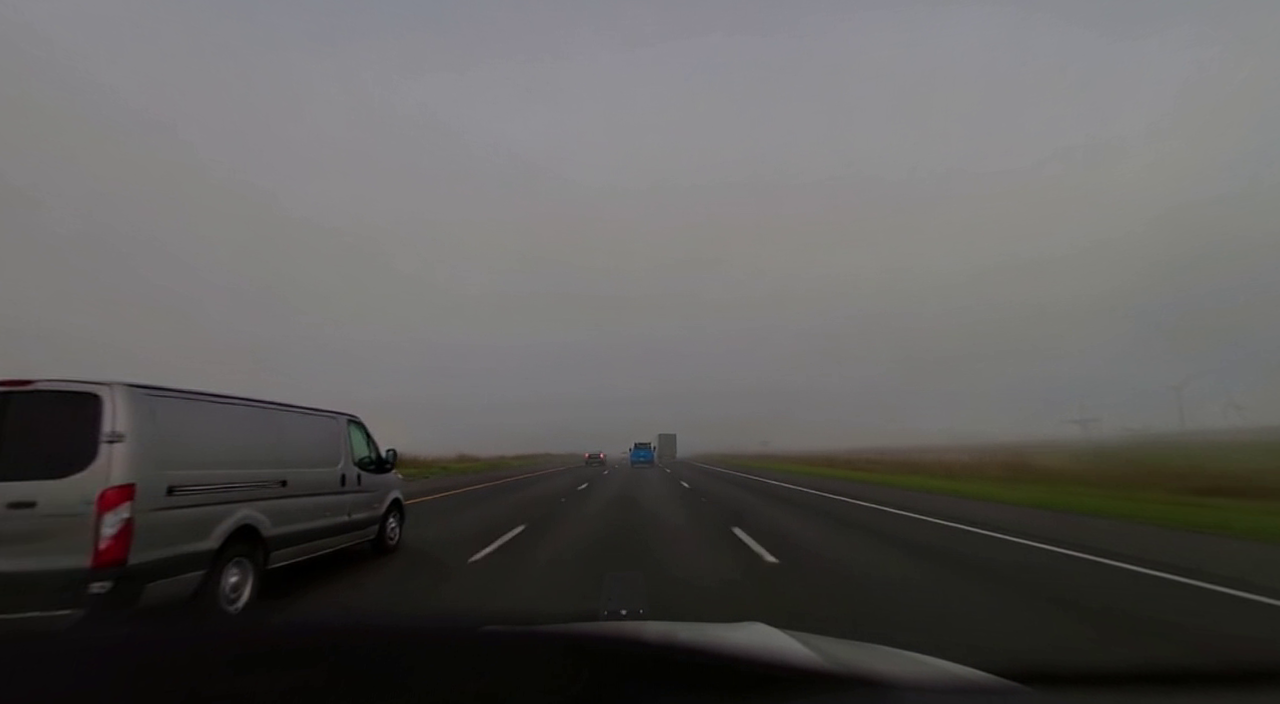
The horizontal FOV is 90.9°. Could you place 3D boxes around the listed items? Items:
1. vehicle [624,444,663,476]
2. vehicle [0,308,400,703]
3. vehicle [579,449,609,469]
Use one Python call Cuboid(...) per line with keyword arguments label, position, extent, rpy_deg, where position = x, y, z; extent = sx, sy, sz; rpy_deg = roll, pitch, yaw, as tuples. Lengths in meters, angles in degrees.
Cuboid(label="vehicle", position=(0.192, 6.165, 36.237), extent=(2.083, 1.689, 4.083), rpy_deg=(0, -9, 0))
Cuboid(label="vehicle", position=(-4.010, 1.137, 5.118), extent=(2.238, 1.984, 4.650), rpy_deg=(0, -9, 0))
Cuboid(label="vehicle", position=(-3.569, 8.407, 49.550), extent=(1.984, 1.491, 4.341), rpy_deg=(0, -9, 0))
